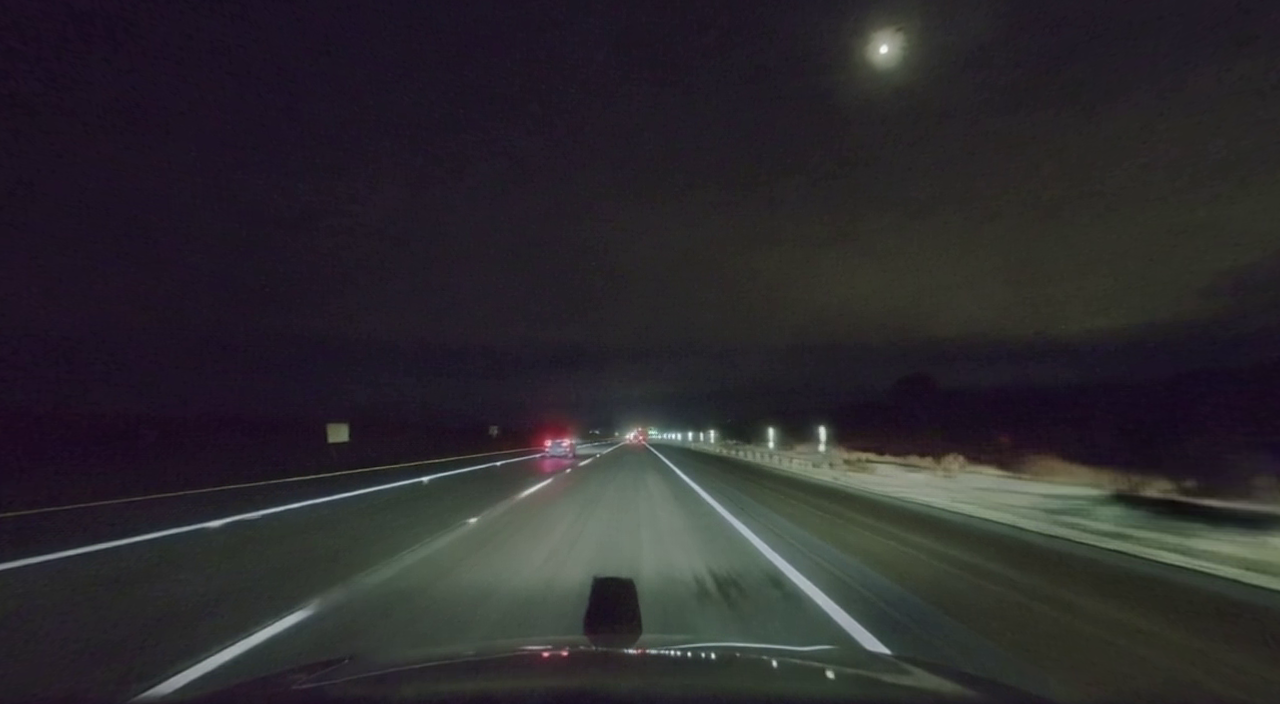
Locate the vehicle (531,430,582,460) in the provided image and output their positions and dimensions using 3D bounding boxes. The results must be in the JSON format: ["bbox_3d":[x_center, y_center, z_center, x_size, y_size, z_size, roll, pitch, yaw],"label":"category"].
[{"bbox_3d":[-4.546,5.134,34.884,2.149,1.532,4.905,0,-8,0],"label":"vehicle"}]
